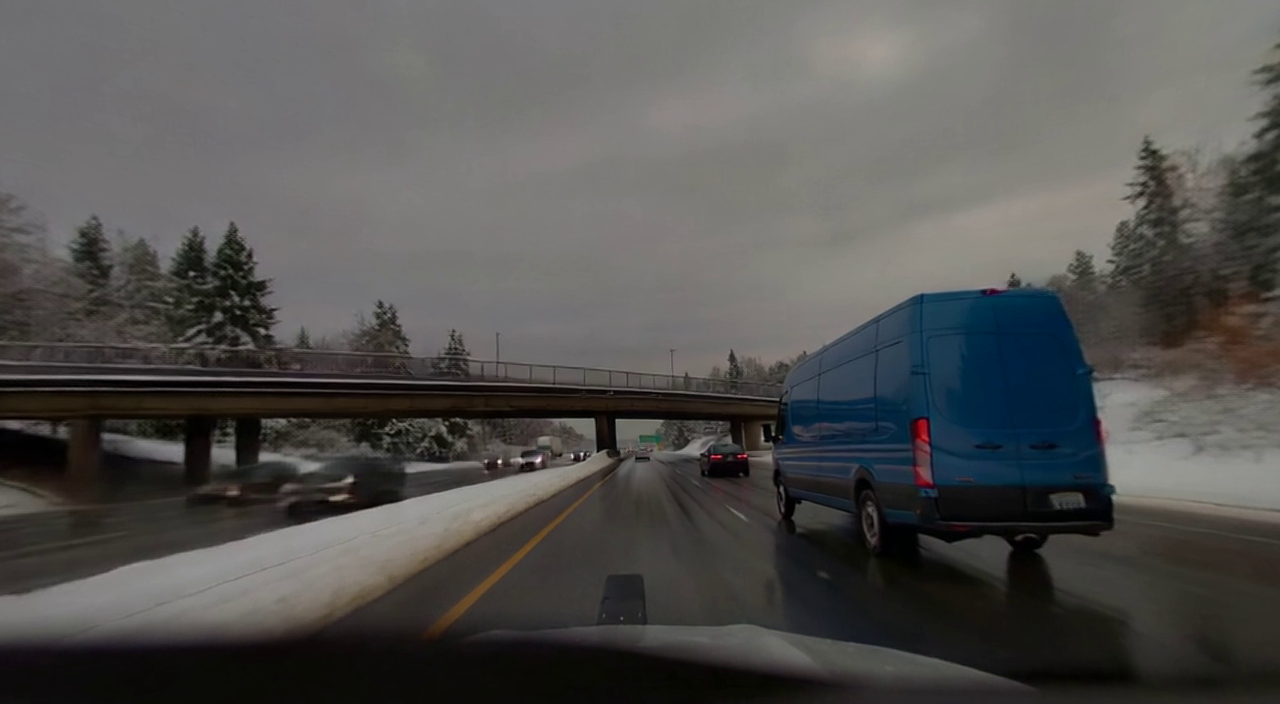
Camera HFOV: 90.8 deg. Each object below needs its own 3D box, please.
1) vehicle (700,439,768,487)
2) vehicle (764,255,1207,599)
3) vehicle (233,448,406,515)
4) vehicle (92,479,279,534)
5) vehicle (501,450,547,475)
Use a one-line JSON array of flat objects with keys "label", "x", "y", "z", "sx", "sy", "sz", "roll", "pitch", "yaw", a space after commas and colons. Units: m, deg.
[{"label": "vehicle", "x": 3.608, "y": 4.351, "z": 25.026, "sx": 2.009, "sy": 1.731, "sz": 4.149, "roll": 0, "pitch": -9, "yaw": -1}, {"label": "vehicle", "x": 3.780, "y": 1.163, "z": 9.249, "sx": 2.460, "sy": 3.155, "sz": 6.902, "roll": 0, "pitch": -9, "yaw": 0}, {"label": "vehicle", "x": -7.574, "y": 3.074, "z": 15.500, "sx": 1.947, "sy": 1.385, "sz": 4.291, "roll": 0, "pitch": -9, "yaw": 0}, {"label": "vehicle", "x": -11.338, "y": 3.870, "z": 16.190, "sx": 1.563, "sy": 1.002, "sz": 4.410, "roll": 0, "pitch": -9, "yaw": -1}, {"label": "vehicle", "x": -7.644, "y": 7.292, "z": 41.945, "sx": 2.106, "sy": 1.549, "sz": 4.622, "roll": 0, "pitch": -9, "yaw": 1}]
